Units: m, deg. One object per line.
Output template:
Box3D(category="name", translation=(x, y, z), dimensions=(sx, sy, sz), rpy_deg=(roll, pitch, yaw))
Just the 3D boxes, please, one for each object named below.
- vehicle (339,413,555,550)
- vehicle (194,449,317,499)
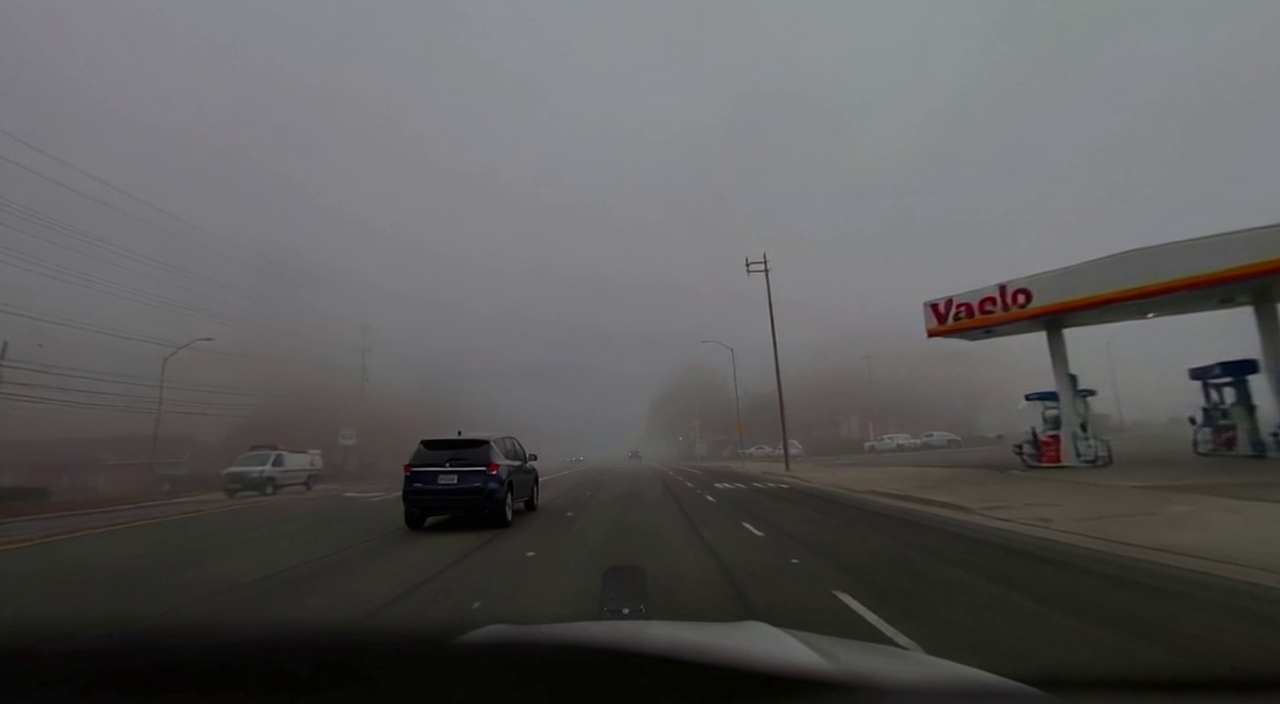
Box3D(category="vehicle", translation=(-2.945, 2.110, 10.990), dimensions=(2.190, 1.844, 4.751), rpy_deg=(0, -8, 1))
Box3D(category="vehicle", translation=(-18.564, 5.850, 30.900), dimensions=(2.426, 2.160, 5.660), rpy_deg=(0, -8, 0))
